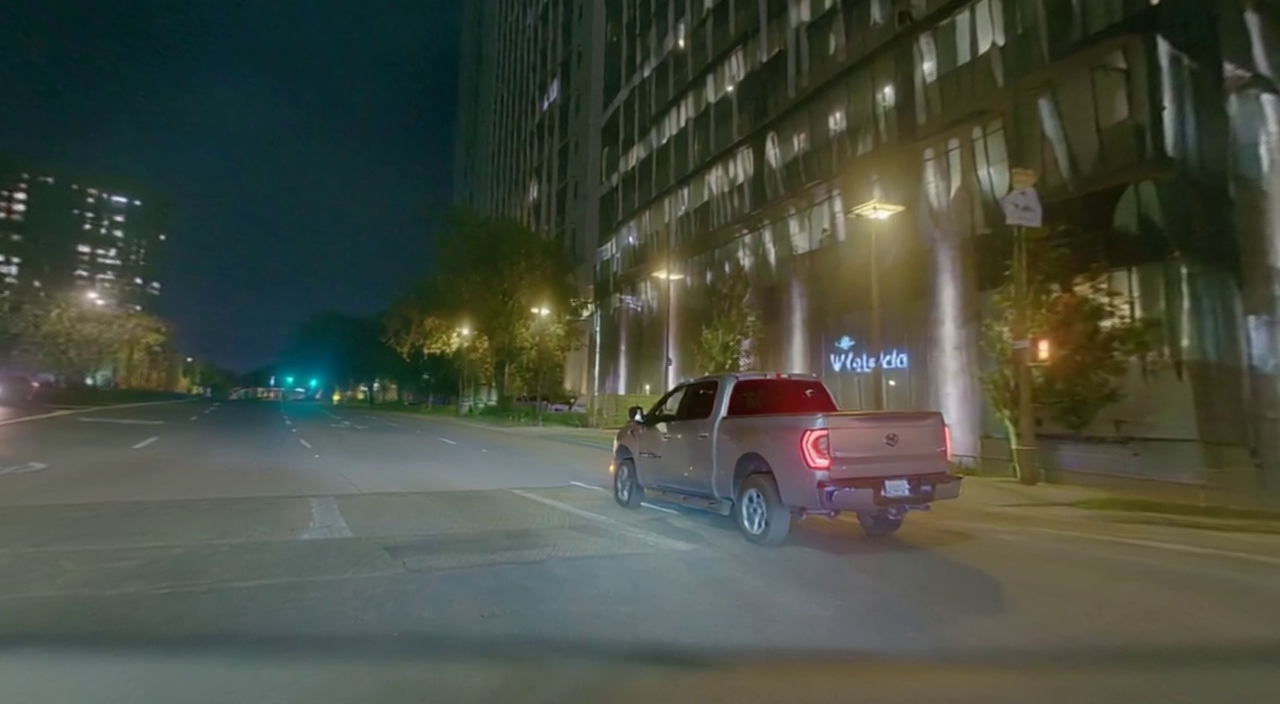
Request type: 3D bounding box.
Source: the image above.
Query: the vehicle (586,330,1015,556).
[{"bbox_3d":[1.458,1.178,8.468,2.402,1.922,5.677,5,-9,-25],"label":"vehicle"}]

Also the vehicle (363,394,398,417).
[{"bbox_3d":[-19.545,4.085,47.495,1.842,1.467,4.633,6,-9,-28],"label":"vehicle"}]

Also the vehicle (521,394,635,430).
[{"bbox_3d":[-4.333,4.329,44.940,7.551,2.142,2.896,6,-10,-31],"label":"vehicle"}]
